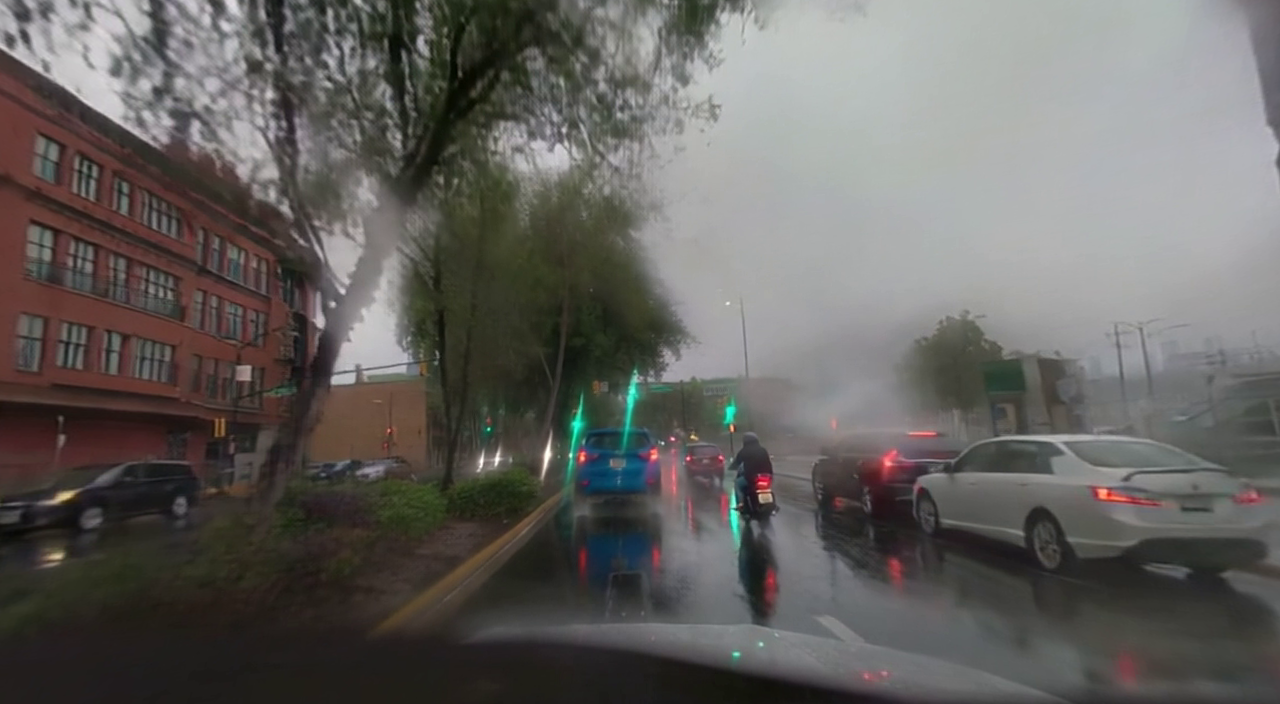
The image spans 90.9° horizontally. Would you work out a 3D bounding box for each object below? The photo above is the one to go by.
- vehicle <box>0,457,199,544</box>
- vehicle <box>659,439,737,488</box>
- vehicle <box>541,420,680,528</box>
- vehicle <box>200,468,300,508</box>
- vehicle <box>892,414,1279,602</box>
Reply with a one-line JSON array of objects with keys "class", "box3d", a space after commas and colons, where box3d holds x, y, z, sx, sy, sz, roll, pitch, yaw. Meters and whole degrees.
[{"class": "vehicle", "box3d": [-14.315, 3.717, 16.494, 2.267, 1.831, 4.702, 0, -9, -3]}, {"class": "vehicle", "box3d": [1.903, 3.857, 22.123, 2.101, 1.507, 4.355, 0, -9, -3]}, {"class": "vehicle", "box3d": [-0.522, 2.314, 12.483, 2.265, 1.748, 4.130, 0, -9, -1]}, {"class": "vehicle", "box3d": [-18.427, 6.404, 30.082, 2.038, 1.607, 4.348, 1, -9, -2]}, {"class": "vehicle", "box3d": [5.044, 1.639, 7.579, 2.012, 1.532, 4.565, 0, -9, -2]}]
